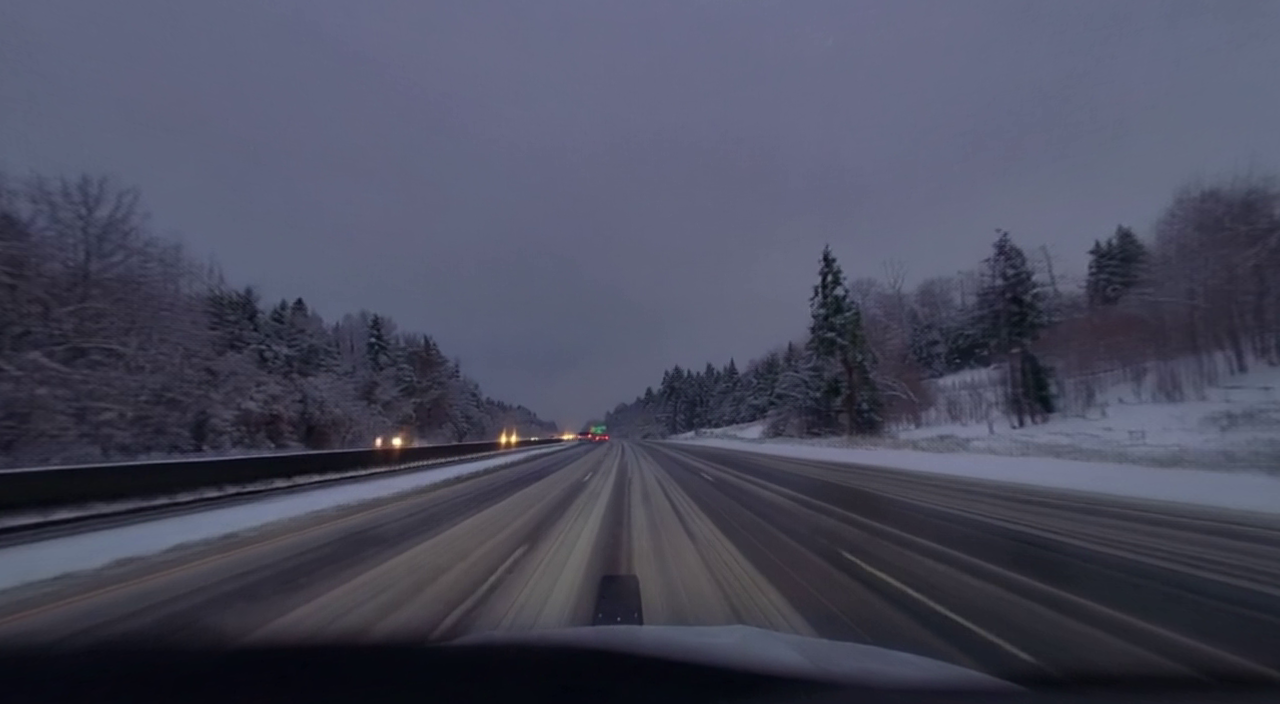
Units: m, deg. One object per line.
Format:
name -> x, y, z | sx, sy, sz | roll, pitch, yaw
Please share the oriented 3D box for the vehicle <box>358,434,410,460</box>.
vehicle -> -19.665, 7.290, 48.490 | 2.079, 1.881, 4.761 | 0, -8, -1
